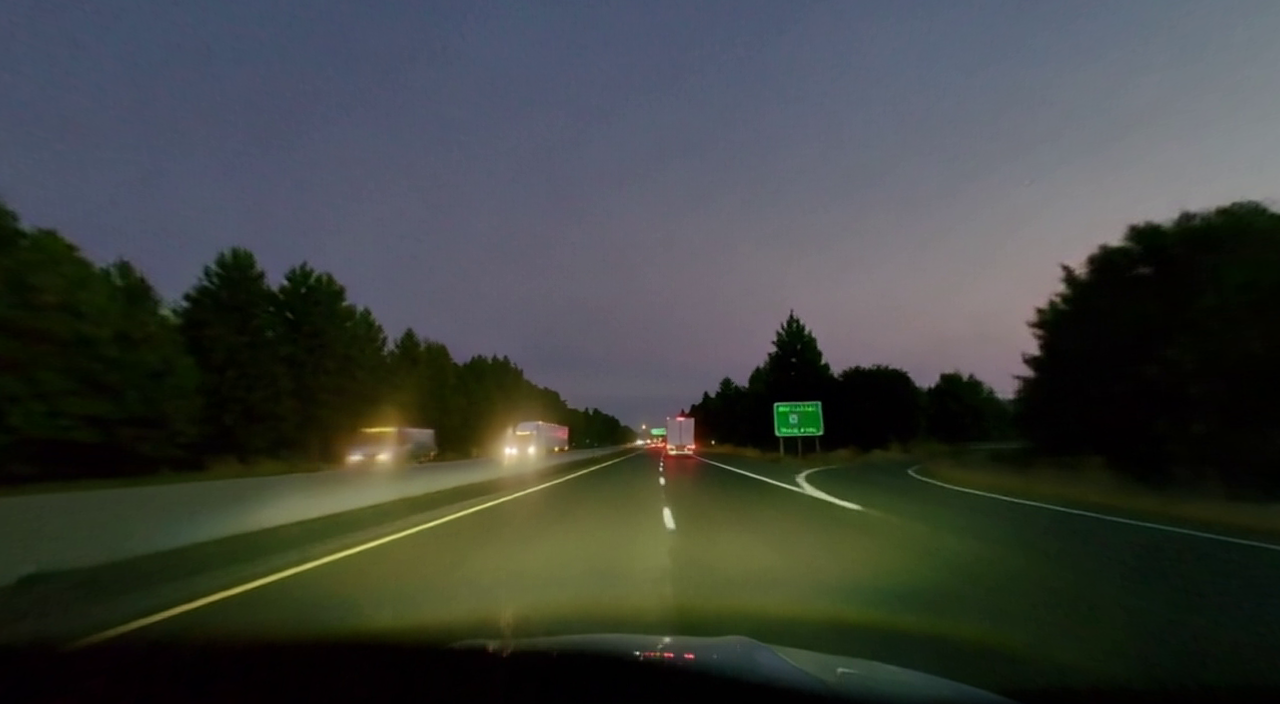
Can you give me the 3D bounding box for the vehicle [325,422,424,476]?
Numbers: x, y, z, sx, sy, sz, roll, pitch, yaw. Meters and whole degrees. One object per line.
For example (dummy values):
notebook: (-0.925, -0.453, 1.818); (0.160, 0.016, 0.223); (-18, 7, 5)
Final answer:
vehicle: (-13.424, 4.998, 32.426); (2.317, 2.481, 5.878); (-1, -9, 3)
